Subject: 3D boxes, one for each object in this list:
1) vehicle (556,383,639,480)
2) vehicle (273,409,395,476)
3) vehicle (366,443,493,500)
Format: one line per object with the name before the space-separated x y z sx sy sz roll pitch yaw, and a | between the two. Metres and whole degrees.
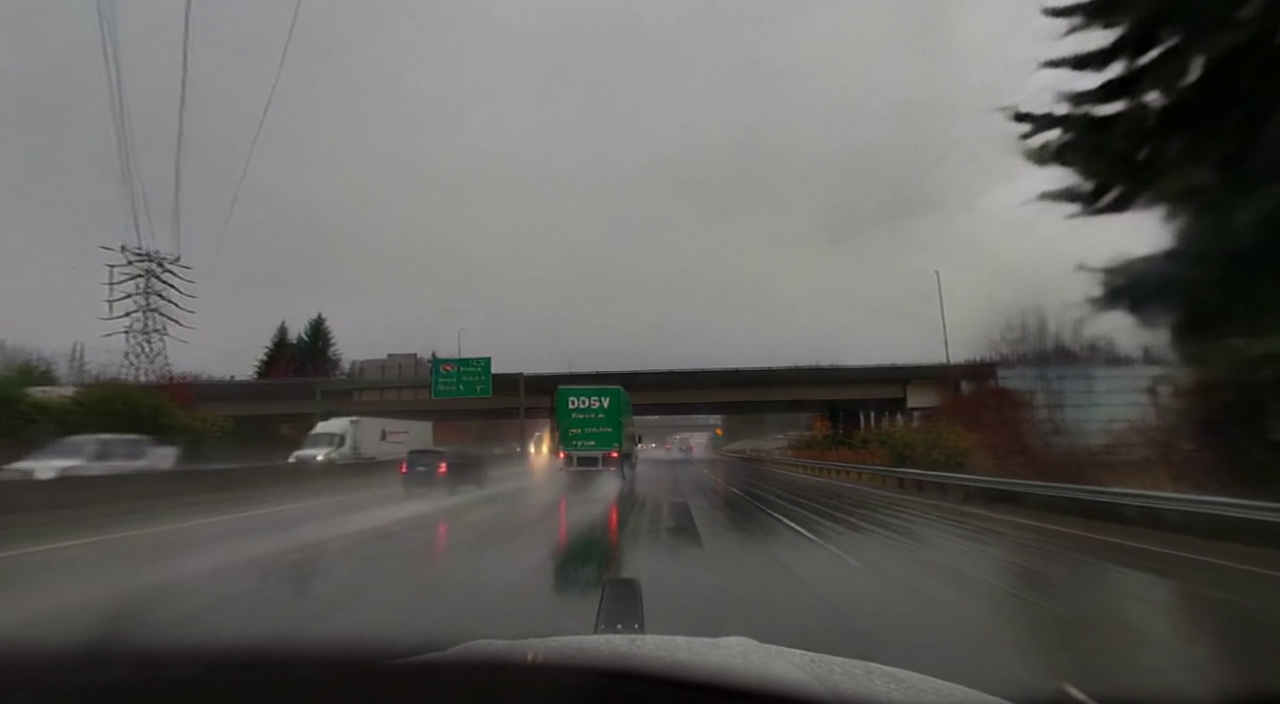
vehicle | -1.759 4.284 32.500 3.025 4.002 12.709 0 -9 2
vehicle | -20.820 6.358 43.847 2.942 4.086 10.219 -1 -9 2
vehicle | -5.994 3.453 18.630 1.958 1.467 4.737 0 -9 2
